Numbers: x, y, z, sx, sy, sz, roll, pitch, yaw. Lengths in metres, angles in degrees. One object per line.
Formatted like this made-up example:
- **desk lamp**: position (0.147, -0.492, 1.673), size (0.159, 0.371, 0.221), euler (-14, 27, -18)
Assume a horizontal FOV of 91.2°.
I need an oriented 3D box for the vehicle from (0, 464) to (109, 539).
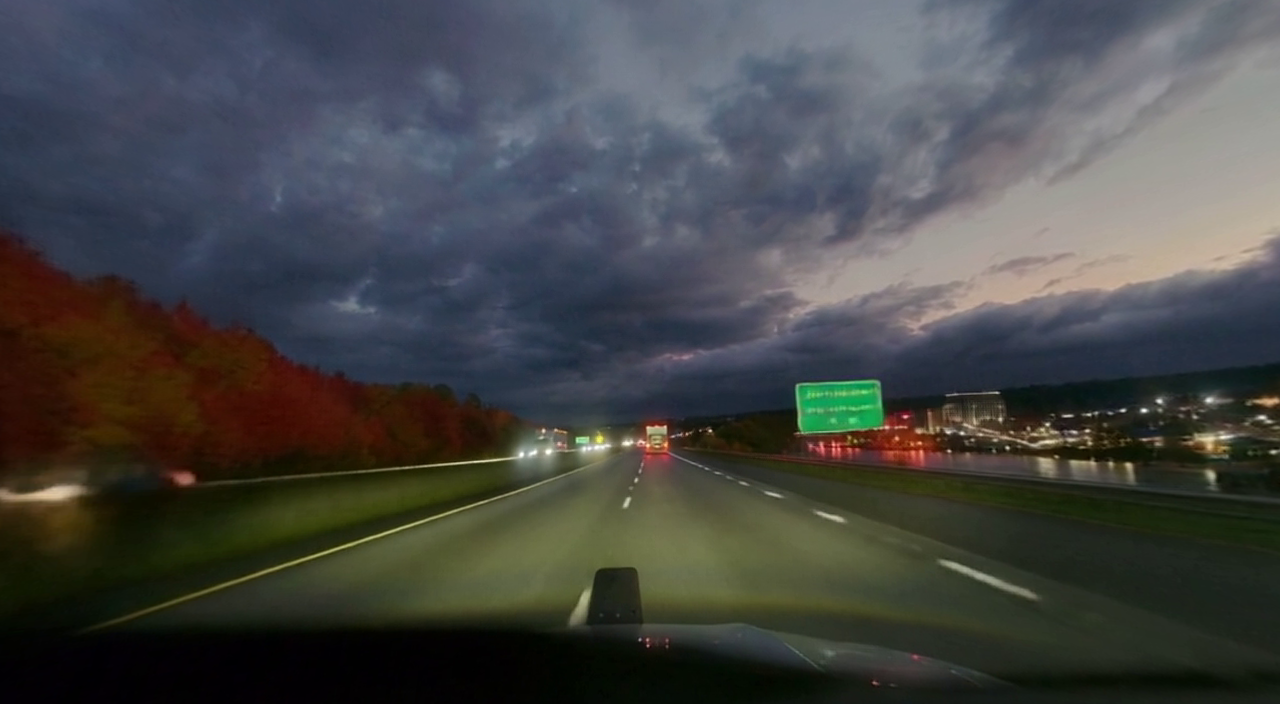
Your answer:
- **vehicle**: position (-14.677, 3.363, 14.142), size (1.808, 1.507, 3.965), euler (-1, -9, 1)
